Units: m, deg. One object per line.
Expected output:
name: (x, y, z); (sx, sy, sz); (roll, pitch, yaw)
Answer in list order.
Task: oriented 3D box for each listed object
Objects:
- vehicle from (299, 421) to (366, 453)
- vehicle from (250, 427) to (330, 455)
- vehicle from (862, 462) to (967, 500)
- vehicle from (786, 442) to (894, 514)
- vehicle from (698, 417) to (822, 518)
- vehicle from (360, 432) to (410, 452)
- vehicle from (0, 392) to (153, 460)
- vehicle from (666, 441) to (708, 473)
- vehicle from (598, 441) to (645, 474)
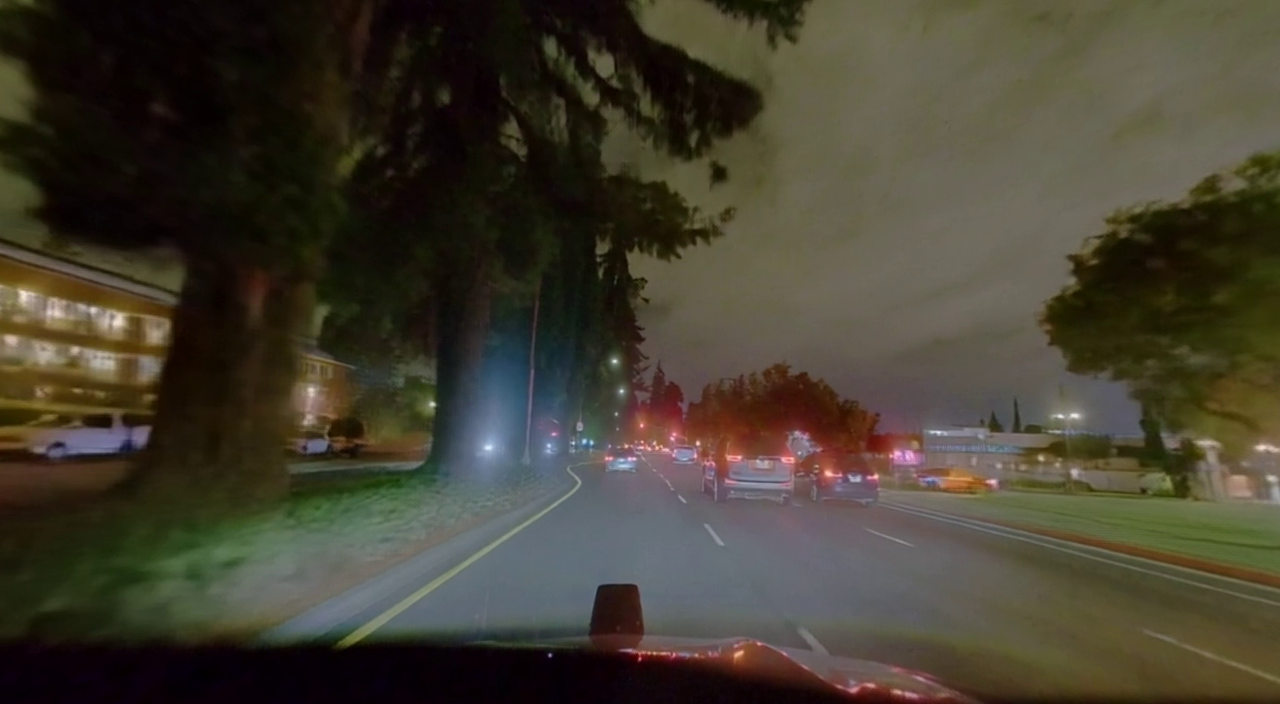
vehicle: (-19.574, 5.497, 40.463); (2.056, 1.899, 4.803); (0, -8, -2)
vehicle: (-19.365, 4.962, 35.187); (1.877, 1.446, 4.593); (0, -8, -1)
vehicle: (14.151, 6.652, 32.811); (4.545, 1.770, 2.057); (-1, -9, 8)
vehicle: (6.199, 3.895, 20.113); (1.913, 1.777, 4.269); (8, -8, 1)
vehicle: (2.735, 2.744, 15.443); (2.035, 1.940, 4.299); (4, -9, -1)
vehicle: (-19.594, 6.965, 48.718); (1.913, 1.417, 4.592); (0, -9, 0)
vehicle: (-19.292, 2.501, 20.751); (2.226, 1.925, 5.293); (3, -9, 1)
vehicle: (2.649, 5.994, 36.360); (1.922, 1.708, 4.126); (0, -9, -2)
vehicle: (-0.869, 5.064, 30.489); (2.119, 1.460, 3.847); (0, -8, -1)
